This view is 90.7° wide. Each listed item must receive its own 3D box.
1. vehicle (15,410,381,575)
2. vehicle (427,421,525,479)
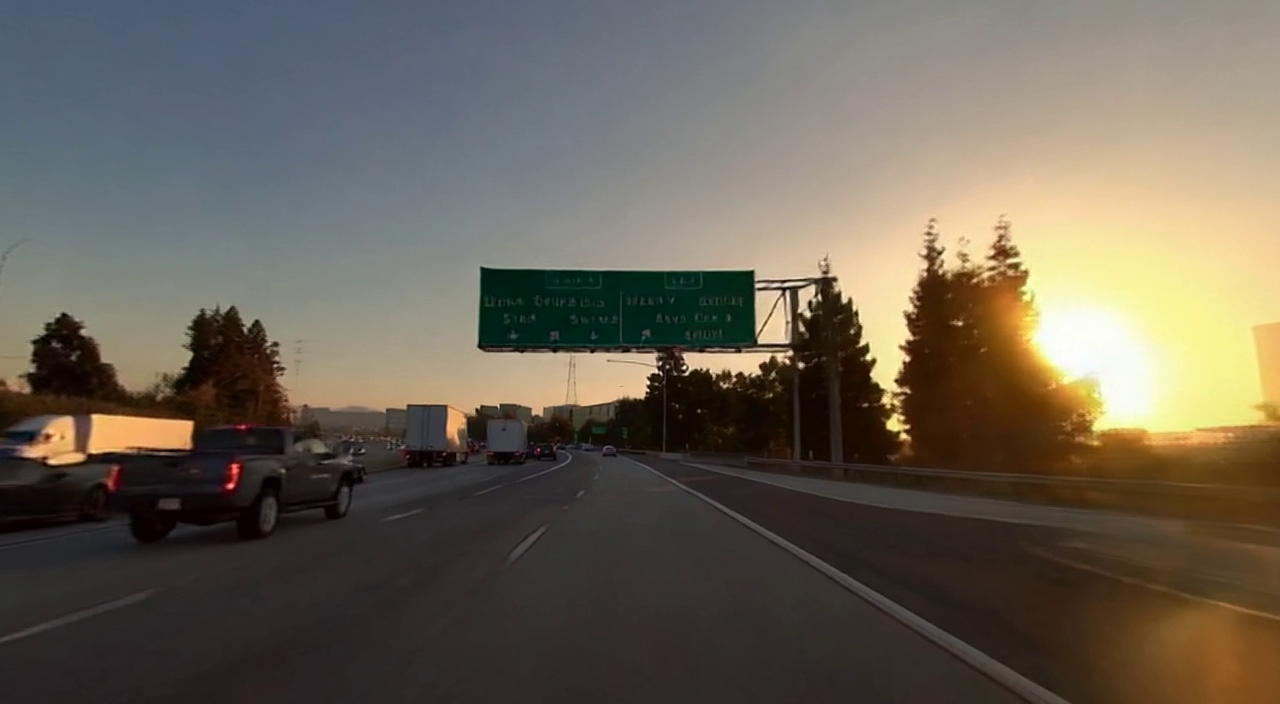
[{"bbox_3d":[-5.986,1.944,9.735,2.093,1.785,5.303,0,-8,-4],"label":"vehicle"},{"bbox_3d":[-9.036,5.678,37.030,3.270,2.674,14.547,0,-8,-6],"label":"vehicle"}]
